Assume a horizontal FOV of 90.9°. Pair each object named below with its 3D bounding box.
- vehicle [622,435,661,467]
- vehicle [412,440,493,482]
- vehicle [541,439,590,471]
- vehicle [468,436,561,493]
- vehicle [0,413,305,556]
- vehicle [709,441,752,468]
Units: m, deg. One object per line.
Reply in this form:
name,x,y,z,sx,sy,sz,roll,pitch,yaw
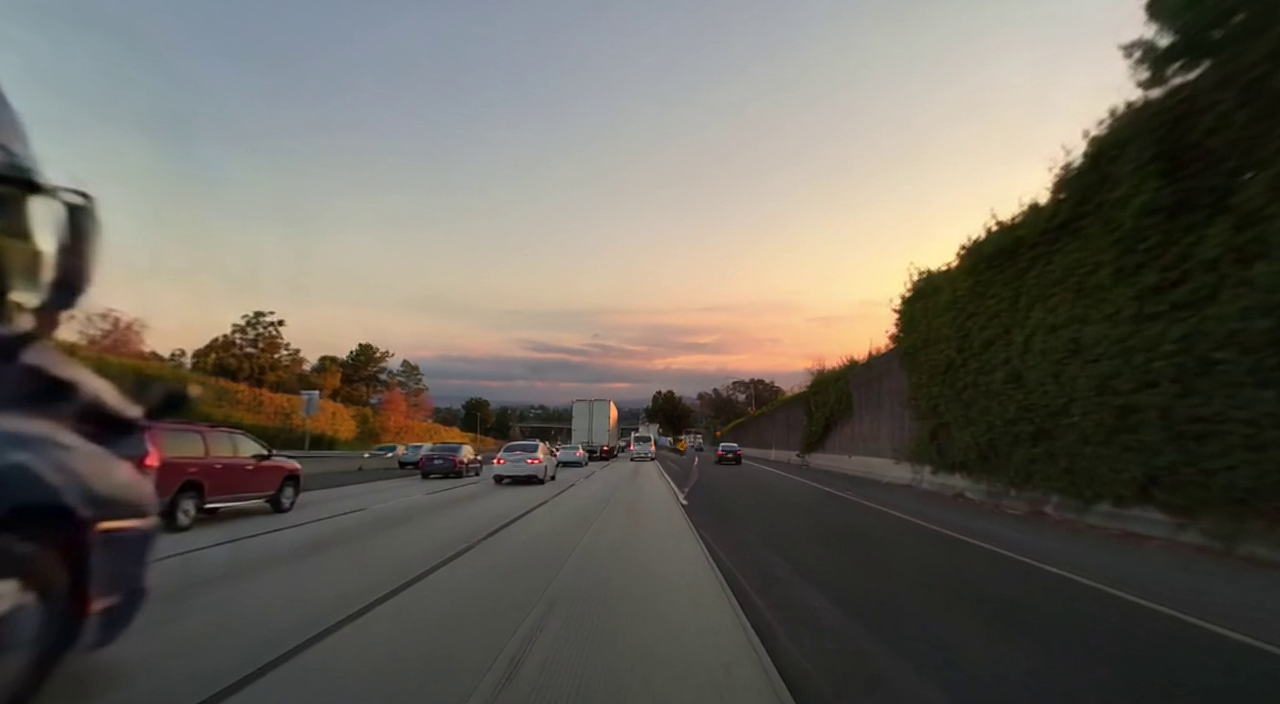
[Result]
vehicle,0.113,6.213,39.743,2.325,1.864,4.128,0,-8,1
vehicle,-7.566,4.416,25.856,1.967,1.555,4.161,0,-8,1
vehicle,-4.032,5.621,34.643,2.124,1.627,3.863,0,-8,1
vehicle,-3.815,3.494,20.011,1.866,1.568,4.603,0,-8,2
vehicle,-7.661,1.989,10.227,2.011,1.789,4.352,0,-8,0
vehicle,5.303,6.029,37.392,2.176,1.493,3.955,0,-8,3
